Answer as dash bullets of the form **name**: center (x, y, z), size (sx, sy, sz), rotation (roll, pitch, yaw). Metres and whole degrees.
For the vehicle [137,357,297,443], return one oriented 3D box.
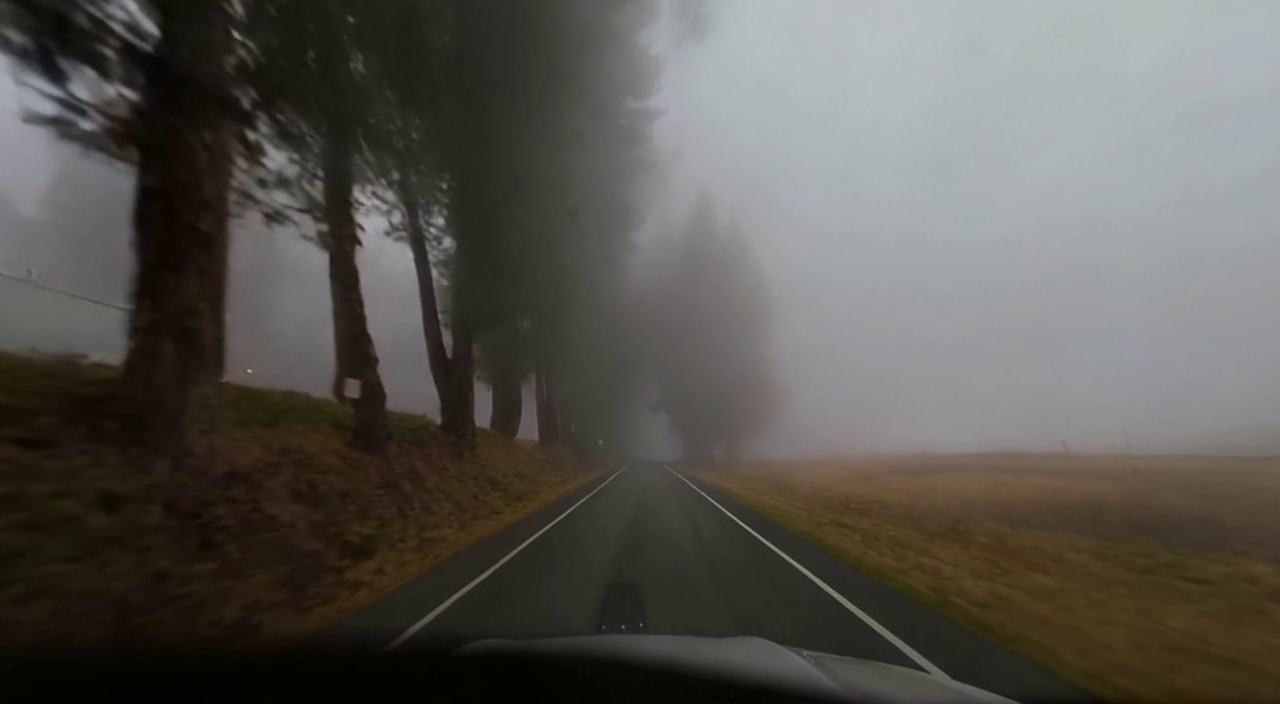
- **vehicle**: center (-23.894, 2.879, 36.458), size (3.022, 4.324, 8.607), rotation (-1, -6, 2)

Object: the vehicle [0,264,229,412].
- **vehicle**: center (-24.807, -0.417, 26.363), size (3.314, 4.163, 16.558), rotation (-1, -11, 3)
